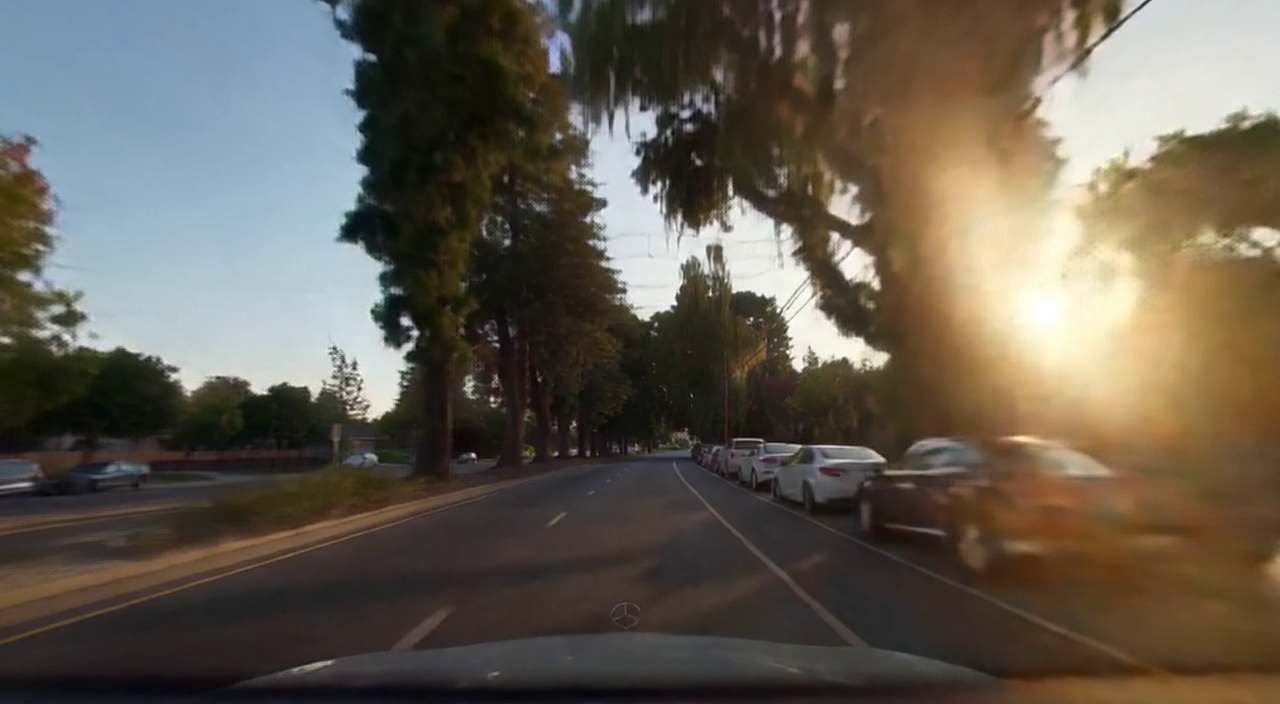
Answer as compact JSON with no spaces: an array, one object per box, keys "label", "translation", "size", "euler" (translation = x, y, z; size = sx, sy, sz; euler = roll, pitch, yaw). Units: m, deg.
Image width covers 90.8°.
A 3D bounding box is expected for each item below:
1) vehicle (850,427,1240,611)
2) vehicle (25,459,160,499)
[{"label":"vehicle","translation":[4.302,1.746,7.780],"size":[1.869,1.523,4.306],"euler":[-2,-7,-1]},{"label":"vehicle","translation":[-23.558,5.449,27.464],"size":[1.805,1.446,4.556],"euler":[0,-9,-1]}]
